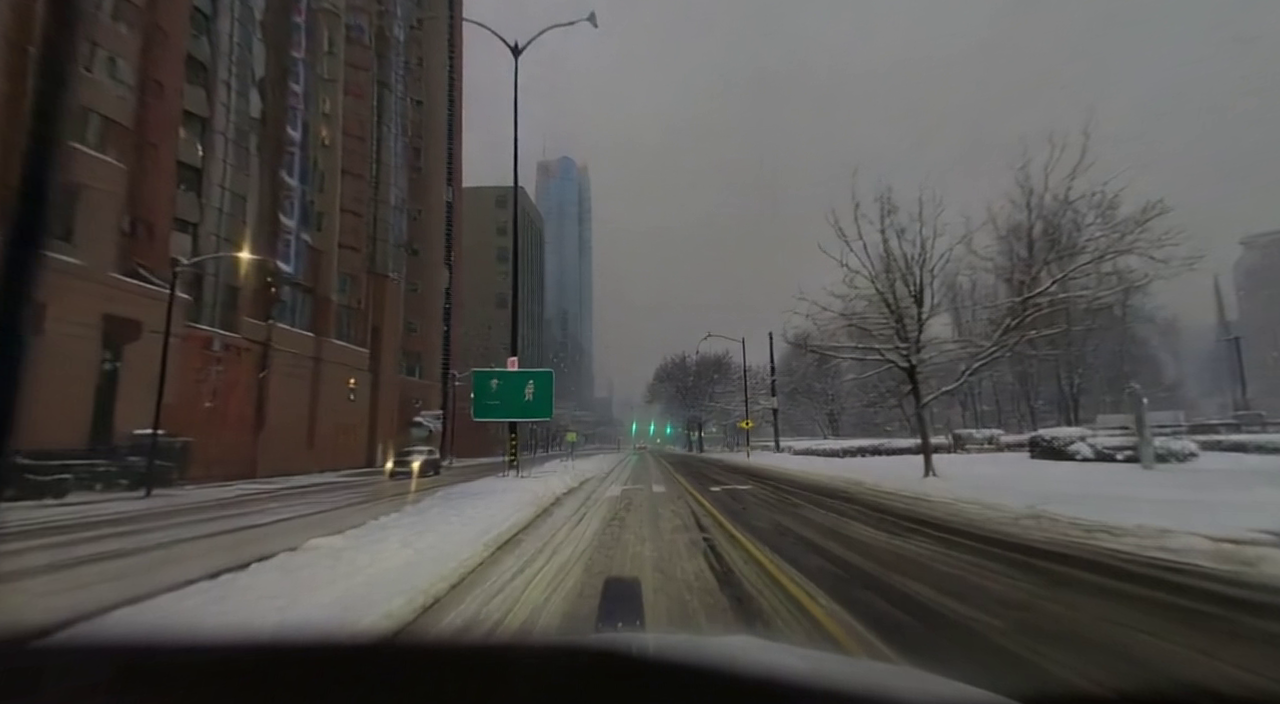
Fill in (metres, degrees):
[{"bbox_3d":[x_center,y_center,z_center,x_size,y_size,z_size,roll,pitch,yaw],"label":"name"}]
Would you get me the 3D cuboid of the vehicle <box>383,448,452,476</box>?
[{"bbox_3d":[-12.964,6.415,37.198,2.132,1.522,4.646,-1,-9,3],"label":"vehicle"}]
